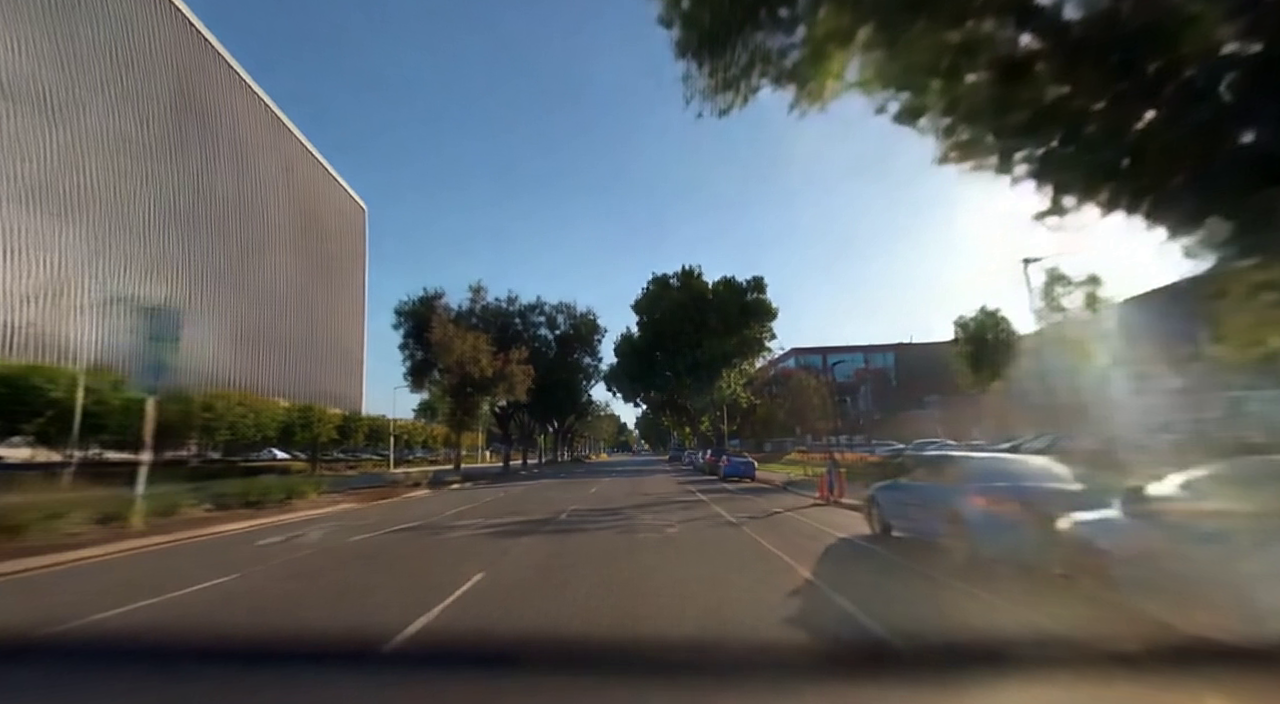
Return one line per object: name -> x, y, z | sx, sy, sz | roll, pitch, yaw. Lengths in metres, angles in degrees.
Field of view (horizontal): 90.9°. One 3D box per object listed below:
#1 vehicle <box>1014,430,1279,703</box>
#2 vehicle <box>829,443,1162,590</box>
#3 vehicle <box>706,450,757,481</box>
vehicle -> 4.409, 1.204, 3.566 | 1.909, 1.503, 4.368 | 0, -8, 0
vehicle -> 4.385, 2.036, 8.831 | 1.989, 1.500, 4.412 | 0, -8, -2
vehicle -> 4.546, 5.691, 31.974 | 1.872, 1.420, 4.201 | 0, -8, -1
